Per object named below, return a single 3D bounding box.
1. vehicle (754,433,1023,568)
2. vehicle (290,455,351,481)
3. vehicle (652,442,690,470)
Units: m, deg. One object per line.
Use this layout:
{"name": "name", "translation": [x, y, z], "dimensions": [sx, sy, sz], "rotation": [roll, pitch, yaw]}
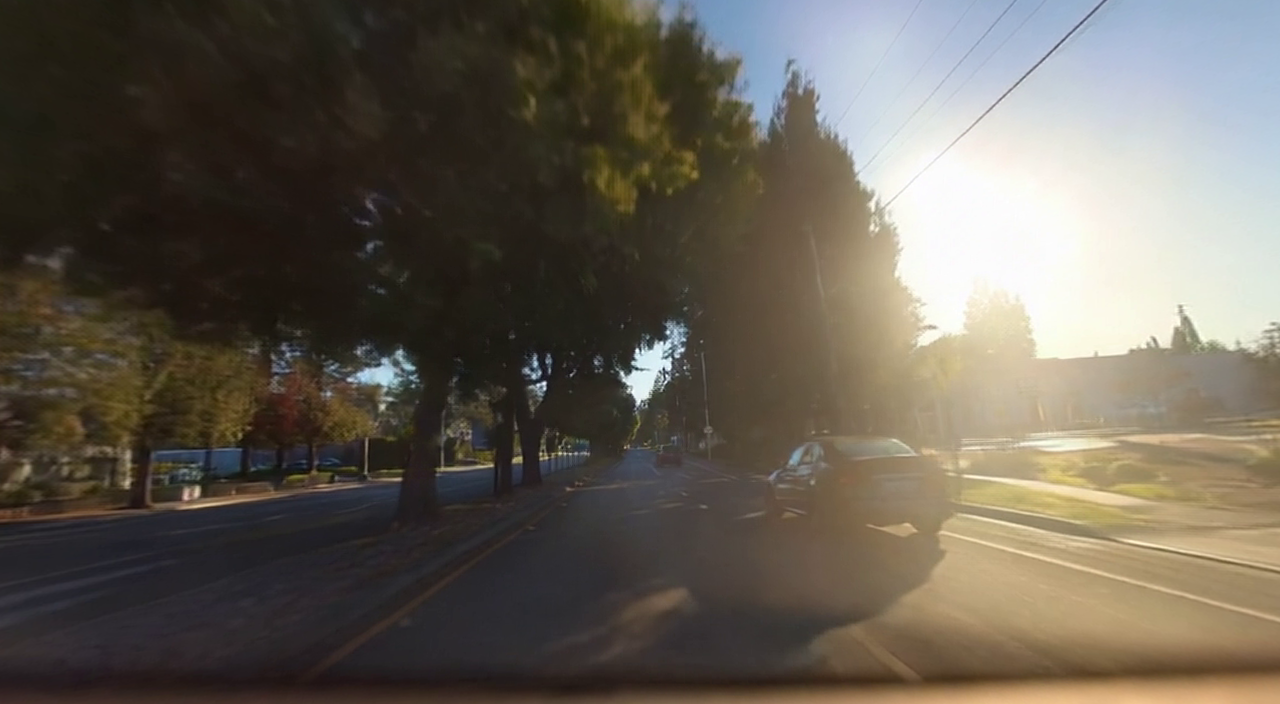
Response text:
{"name": "vehicle", "translation": [3.198, 1.995, 9.305], "dimensions": [2.061, 1.475, 4.296], "rotation": [0, -9, -2]}
{"name": "vehicle", "translation": [-24.607, 8.941, 48.907], "dimensions": [2.082, 1.829, 5.094], "rotation": [0, -9, -1]}
{"name": "vehicle", "translation": [2.063, 7.157, 43.684], "dimensions": [2.115, 1.840, 4.777], "rotation": [0, -9, -3]}
